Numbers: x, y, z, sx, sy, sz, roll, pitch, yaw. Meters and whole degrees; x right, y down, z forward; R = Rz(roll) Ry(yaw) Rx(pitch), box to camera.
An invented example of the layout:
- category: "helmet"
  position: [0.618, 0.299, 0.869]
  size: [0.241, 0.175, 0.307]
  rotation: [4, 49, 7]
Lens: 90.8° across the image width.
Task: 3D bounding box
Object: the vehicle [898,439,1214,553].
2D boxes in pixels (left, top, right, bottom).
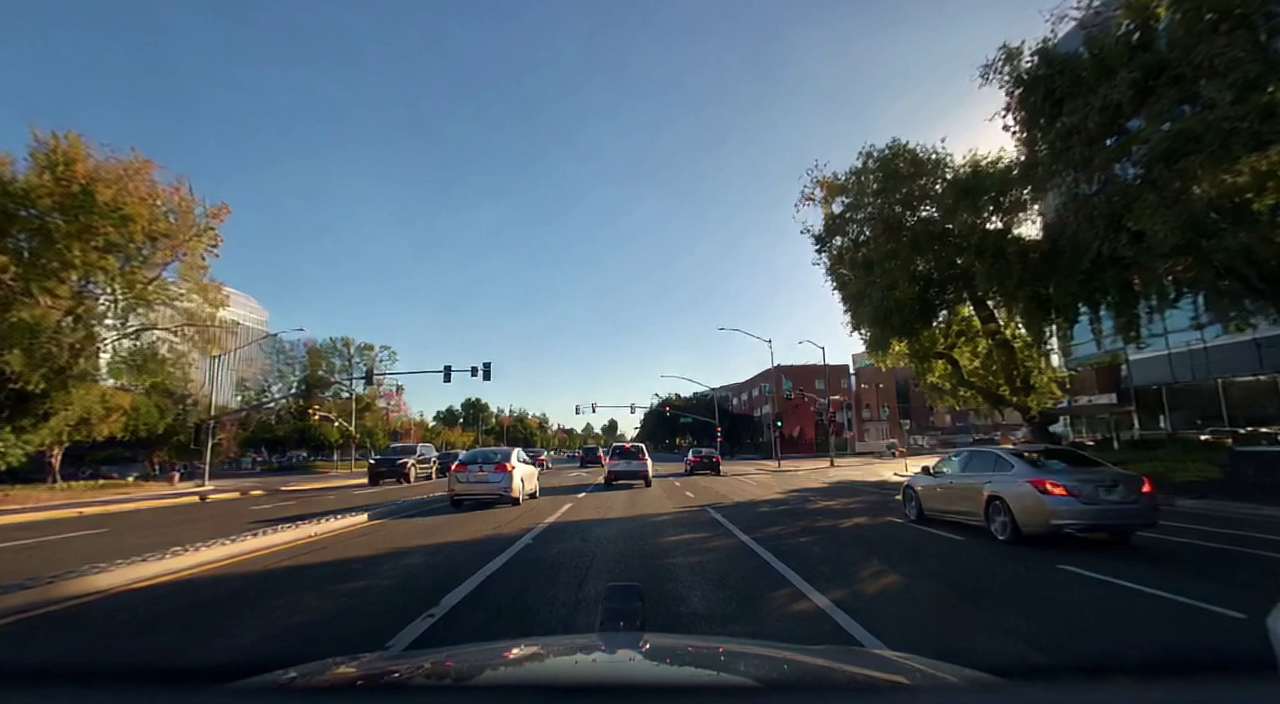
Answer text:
- category: "vehicle"
  position: [6.317, 2.199, 10.490]
  size: [2.028, 1.451, 4.625]
  rotation: [0, -8, -1]

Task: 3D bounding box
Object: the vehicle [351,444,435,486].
- category: "vehicle"
  position: [-10.988, 5.033, 28.486]
  size: [2.026, 1.706, 4.041]
  rotation: [0, -8, 2]

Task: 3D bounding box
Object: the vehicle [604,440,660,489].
- category: "vehicle"
  position: [-0.291, 4.330, 24.712]
  size: [2.008, 1.716, 4.125]
  rotation: [0, -8, 0]

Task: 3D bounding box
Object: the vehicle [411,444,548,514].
- category: "vehicle"
  position: [-3.761, 3.046, 15.776]
  size: [2.163, 1.474, 4.413]
  rotation: [0, -8, 1]

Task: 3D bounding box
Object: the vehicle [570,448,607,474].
- category: "vehicle"
  position: [-3.128, 6.701, 39.076]
  size: [2.002, 1.502, 4.057]
  rotation: [0, -8, -1]

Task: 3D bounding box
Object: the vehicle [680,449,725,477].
- category: "vehicle"
  position: [3.378, 6.129, 35.116]
  size: [2.014, 1.430, 4.103]
  rotation: [0, -8, -1]
